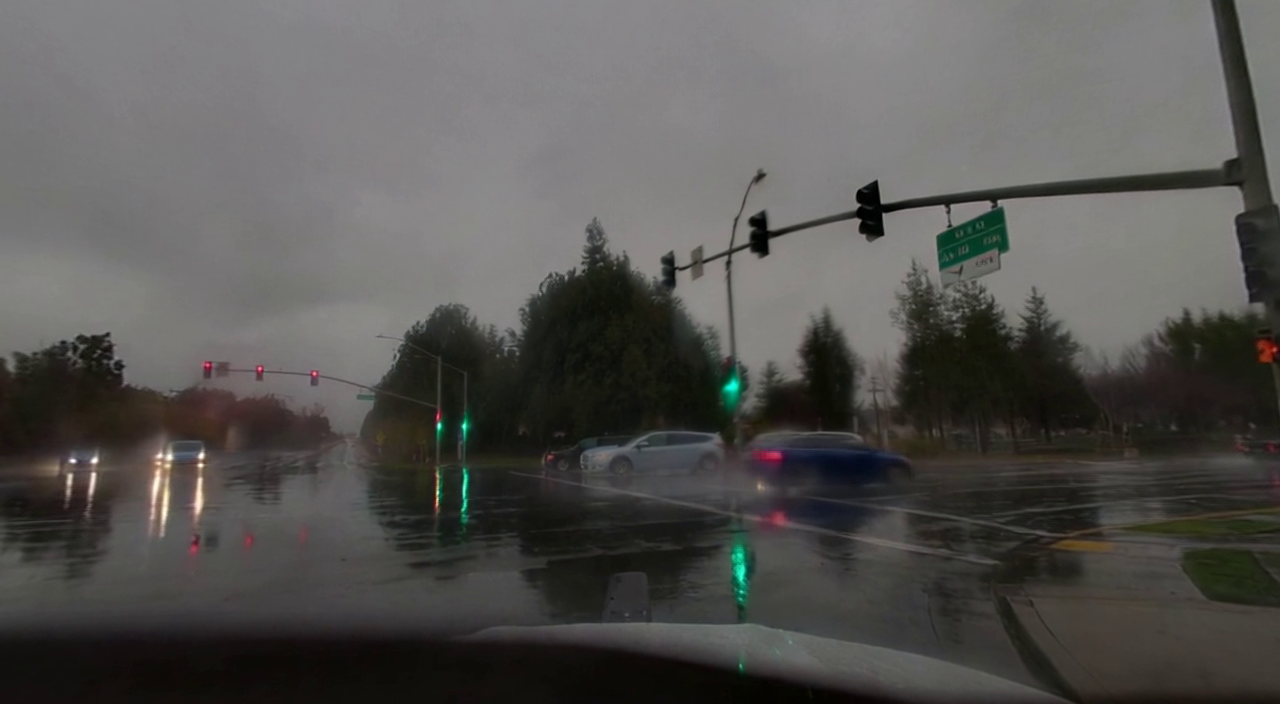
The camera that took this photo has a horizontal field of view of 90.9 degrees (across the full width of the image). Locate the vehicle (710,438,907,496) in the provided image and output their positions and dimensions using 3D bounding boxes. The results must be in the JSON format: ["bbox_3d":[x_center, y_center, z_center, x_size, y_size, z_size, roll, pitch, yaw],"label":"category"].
[{"bbox_3d":[4.443,3.061,17.058,4.686,1.425,2.018,1,-8,-6],"label":"vehicle"}]

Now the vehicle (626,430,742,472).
[{"bbox_3d":[1.842,4.092,26.192,4.483,1.589,1.852,4,-9,-26],"label":"vehicle"}]

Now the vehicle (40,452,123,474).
[{"bbox_3d":[-39.715,7.879,44.843,4.589,1.462,1.953,-2,-9,13],"label":"vehicle"}]

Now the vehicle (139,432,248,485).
[{"bbox_3d":[-17.670,4.130,24.809,5.332,1.807,2.450,-8,-12,44],"label":"vehicle"}]

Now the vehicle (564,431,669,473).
[{"bbox_3d":[-1.050,4.506,28.528,4.360,1.749,1.895,4,-9,-28],"label":"vehicle"}]
